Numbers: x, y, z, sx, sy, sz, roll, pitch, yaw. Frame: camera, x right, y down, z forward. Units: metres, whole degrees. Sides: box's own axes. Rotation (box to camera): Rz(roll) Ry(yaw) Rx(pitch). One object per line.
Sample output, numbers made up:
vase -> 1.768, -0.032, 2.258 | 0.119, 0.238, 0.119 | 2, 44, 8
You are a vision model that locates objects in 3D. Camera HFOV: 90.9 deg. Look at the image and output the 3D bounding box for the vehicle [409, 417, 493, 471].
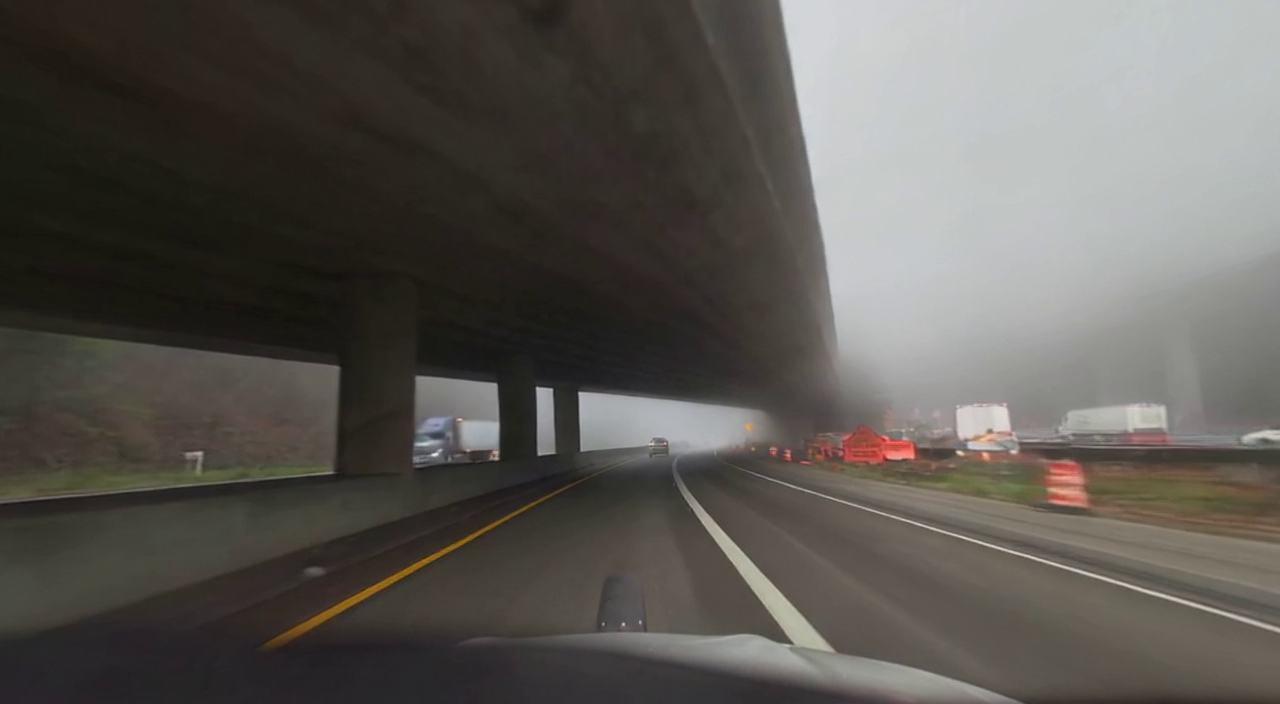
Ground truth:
vehicle -> -13.381, 6.607, 45.507 | 2.775, 3.490, 8.472 | -1, -8, 5
